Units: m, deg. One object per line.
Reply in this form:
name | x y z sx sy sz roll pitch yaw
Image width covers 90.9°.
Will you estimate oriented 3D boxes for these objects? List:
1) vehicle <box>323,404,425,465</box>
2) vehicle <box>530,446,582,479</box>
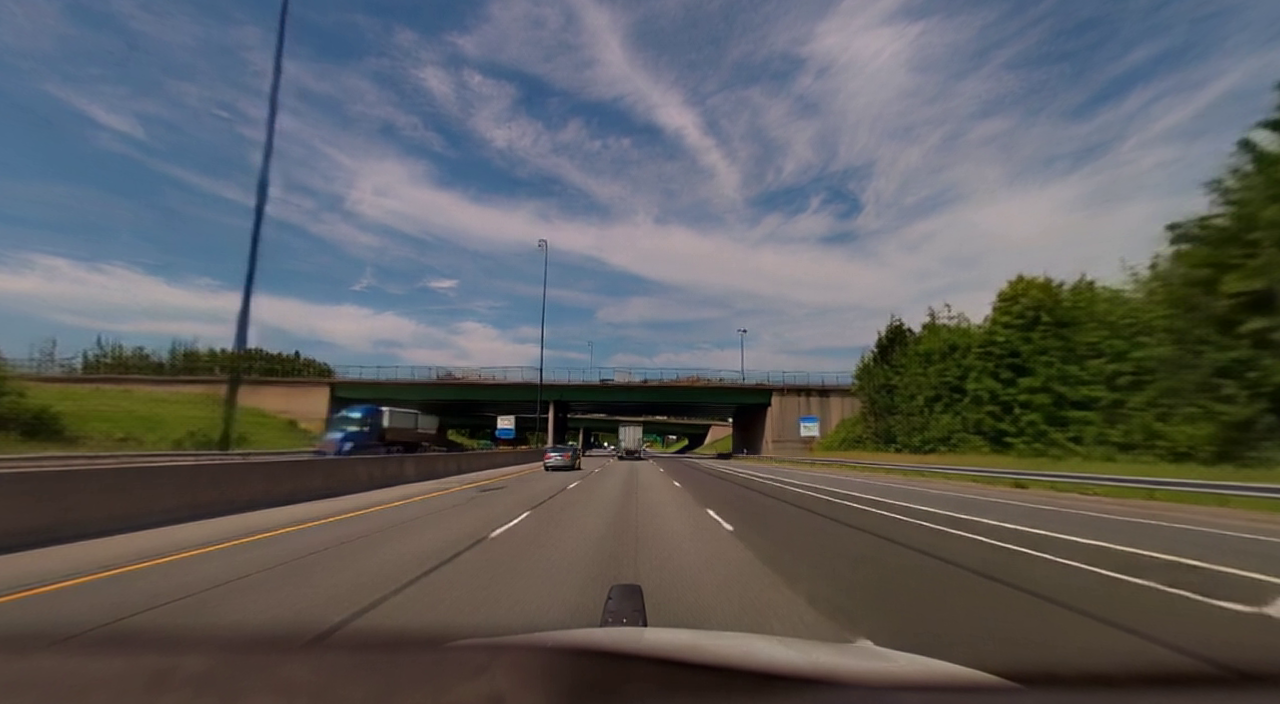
vehicle | -16.965 5.434 40.956 2.946 3.523 8.294 0 -9 0
vehicle | -4.134 5.511 31.719 2.042 1.526 4.516 0 -9 0
